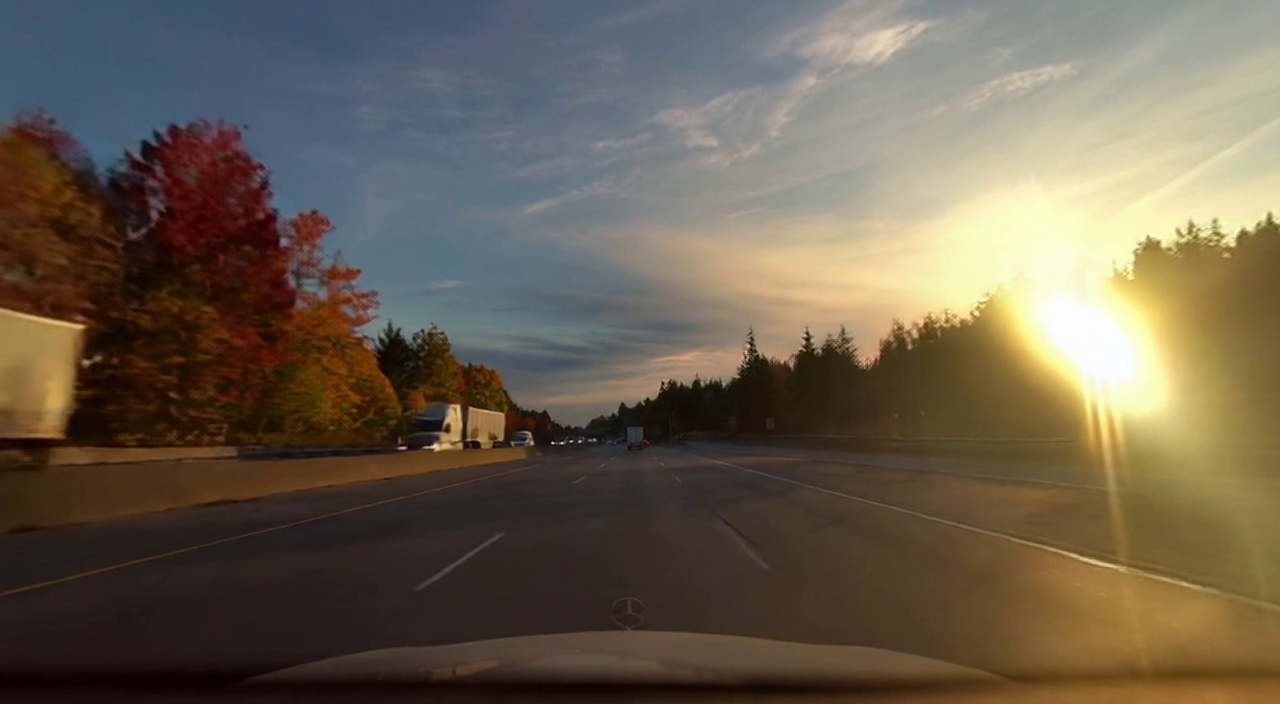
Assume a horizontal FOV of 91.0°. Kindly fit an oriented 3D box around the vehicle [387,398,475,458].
[{"bbox_3d":[-15.625,5.922,48.150,3.051,4.038,10.652,0,-8,0],"label":"vehicle"}]

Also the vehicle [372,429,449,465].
[{"bbox_3d":[-11.468,4.777,31.806,2.064,1.654,4.828,0,-8,0],"label":"vehicle"}]
